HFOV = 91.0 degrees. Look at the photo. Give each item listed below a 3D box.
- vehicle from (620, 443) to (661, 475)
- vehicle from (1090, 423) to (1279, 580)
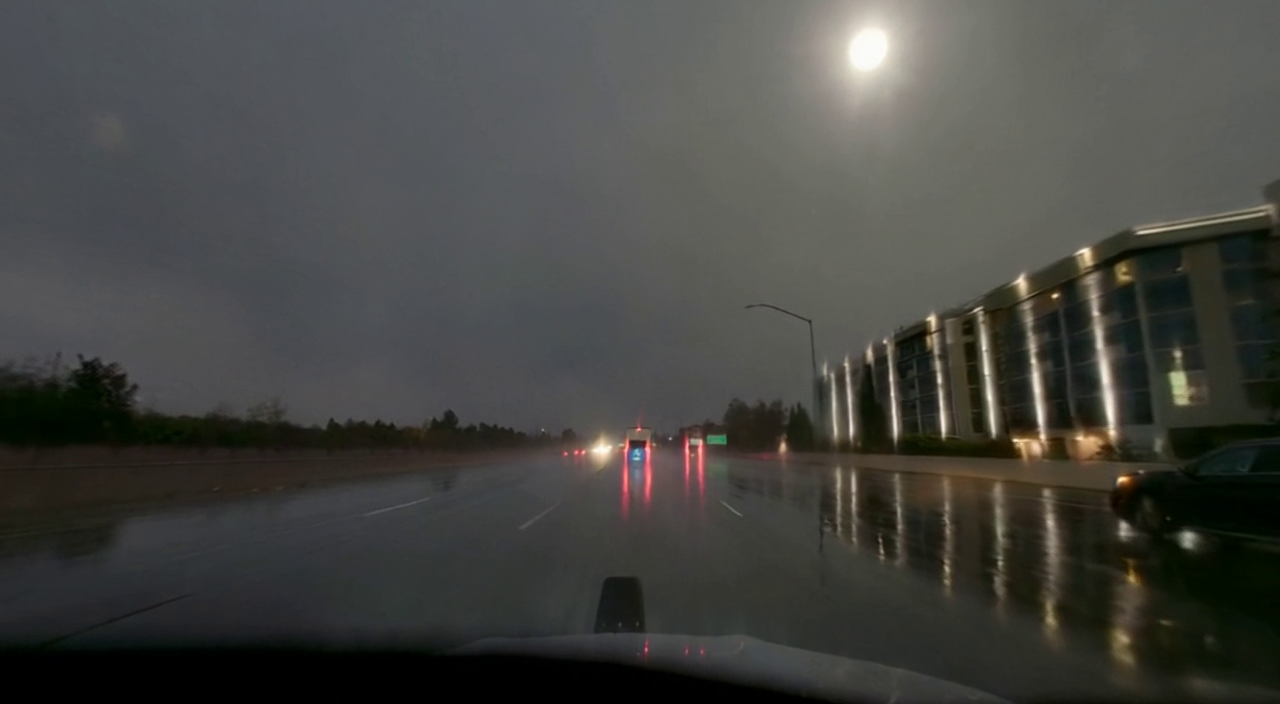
[{"bbox_3d":[0.024,5.566,32.960,2.036,1.542,3.891,0,-8,0],"label":"vehicle"},{"bbox_3d":[7.131,1.451,6.140,1.937,1.498,4.710,0,-8,-1],"label":"vehicle"}]
